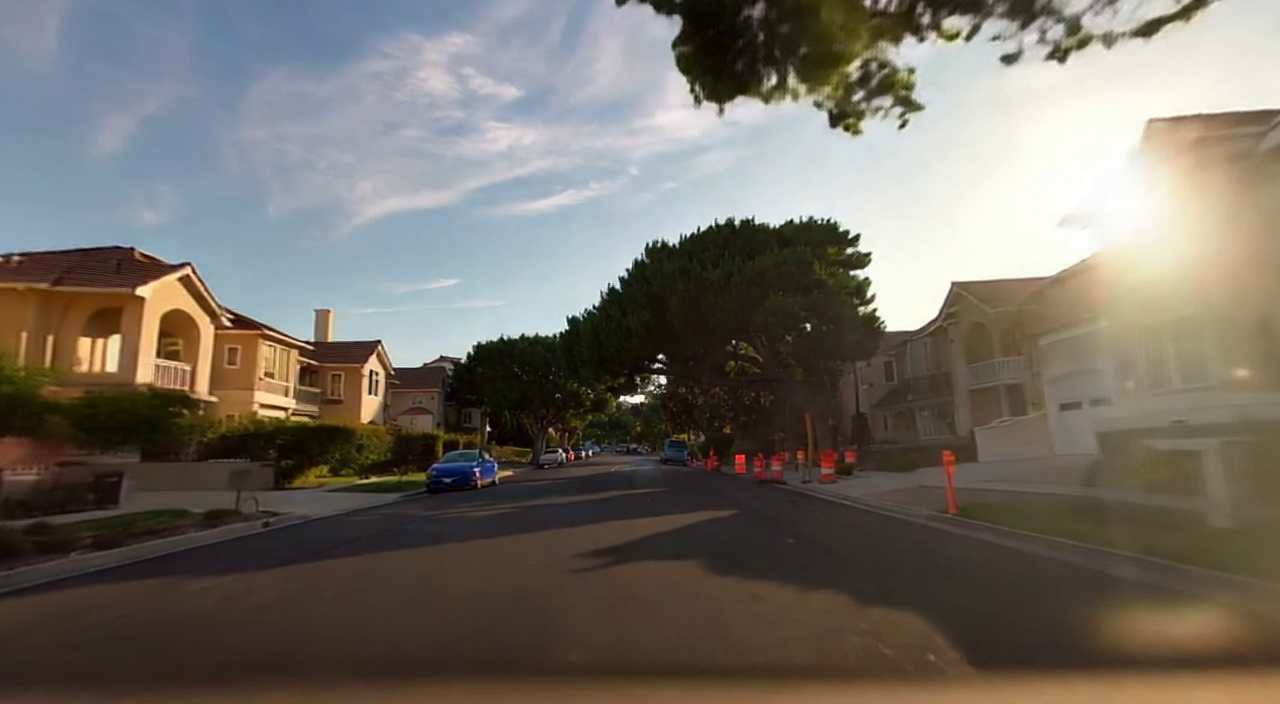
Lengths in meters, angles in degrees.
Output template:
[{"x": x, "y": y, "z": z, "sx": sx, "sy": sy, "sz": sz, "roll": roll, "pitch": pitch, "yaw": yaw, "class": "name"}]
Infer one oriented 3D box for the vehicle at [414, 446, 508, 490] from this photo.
[{"x": -6.651, "y": 4.341, "z": 24.006, "sx": 2.137, "sy": 1.481, "sz": 4.503, "roll": 0, "pitch": -9, "yaw": 1, "class": "vehicle"}]
